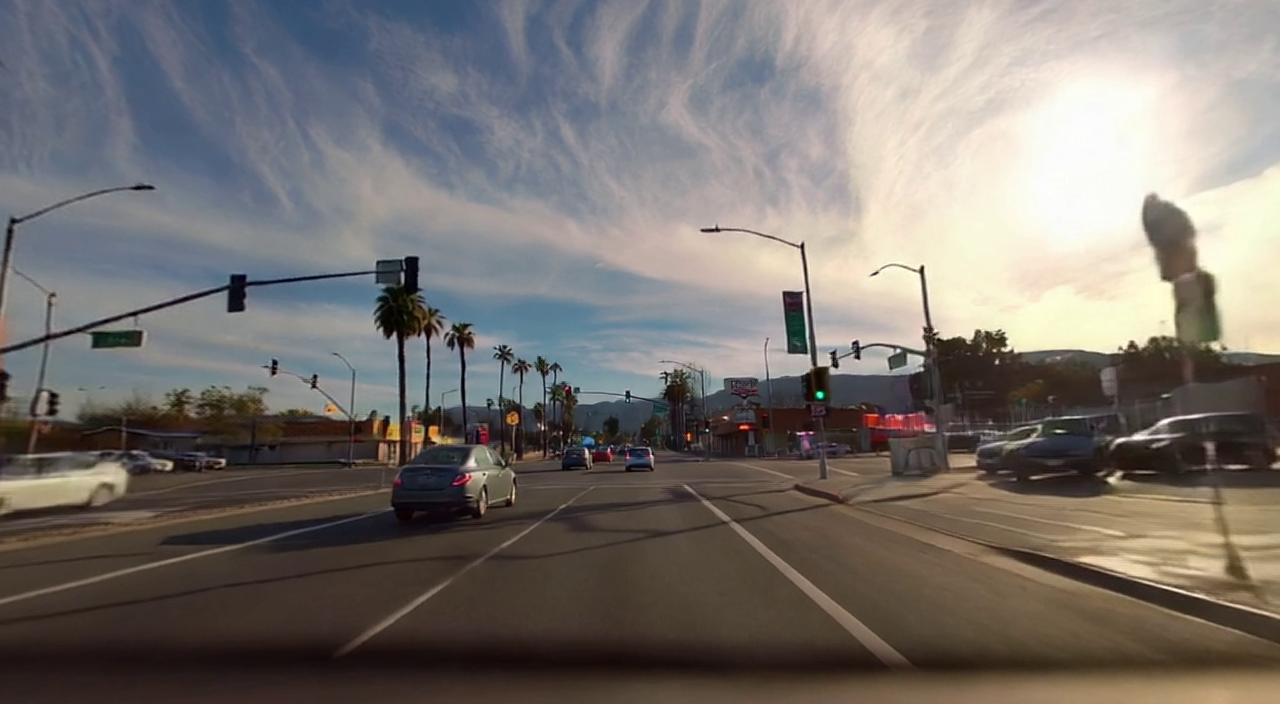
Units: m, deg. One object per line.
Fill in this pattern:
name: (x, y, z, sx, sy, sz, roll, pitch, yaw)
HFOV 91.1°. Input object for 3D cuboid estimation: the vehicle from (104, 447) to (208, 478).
vehicle: (-29.650, 6.748, 38.579, 4.640, 1.809, 2.118, 0, -8, 1)

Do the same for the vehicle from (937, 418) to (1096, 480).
vehicle: (10.992, 2.890, 18.779, 1.982, 1.623, 4.211, 0, -8, -2)

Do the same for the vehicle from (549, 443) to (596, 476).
vehicle: (-3.547, 5.711, 33.642, 1.979, 1.634, 3.957, 0, -8, 2)

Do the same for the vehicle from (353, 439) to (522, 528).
vehicle: (-3.912, 2.597, 13.054, 1.904, 1.513, 4.410, 0, -8, 2)

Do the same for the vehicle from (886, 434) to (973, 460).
vehicle: (22.698, 7.464, 49.362, 5.659, 1.913, 2.321, 0, -8, -3)

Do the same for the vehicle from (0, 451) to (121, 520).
vehicle: (-15.198, 3.116, 14.817, 1.930, 1.476, 4.543, 0, -8, 1)

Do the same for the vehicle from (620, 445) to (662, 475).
vehicle: (0.085, 5.689, 33.304, 2.094, 1.496, 4.070, 0, -8, 1)

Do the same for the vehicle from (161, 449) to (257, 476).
vehicle: (-28.790, 7.377, 42.006, 4.945, 1.582, 1.938, -2, -10, -1)

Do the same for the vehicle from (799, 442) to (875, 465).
vehicle: (13.384, 6.895, 42.846, 4.532, 1.504, 2.087, 0, -8, 1)

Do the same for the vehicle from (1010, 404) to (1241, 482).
vehicle: (13.690, 2.667, 18.414, 2.345, 1.886, 5.809, -1, -8, 3)
